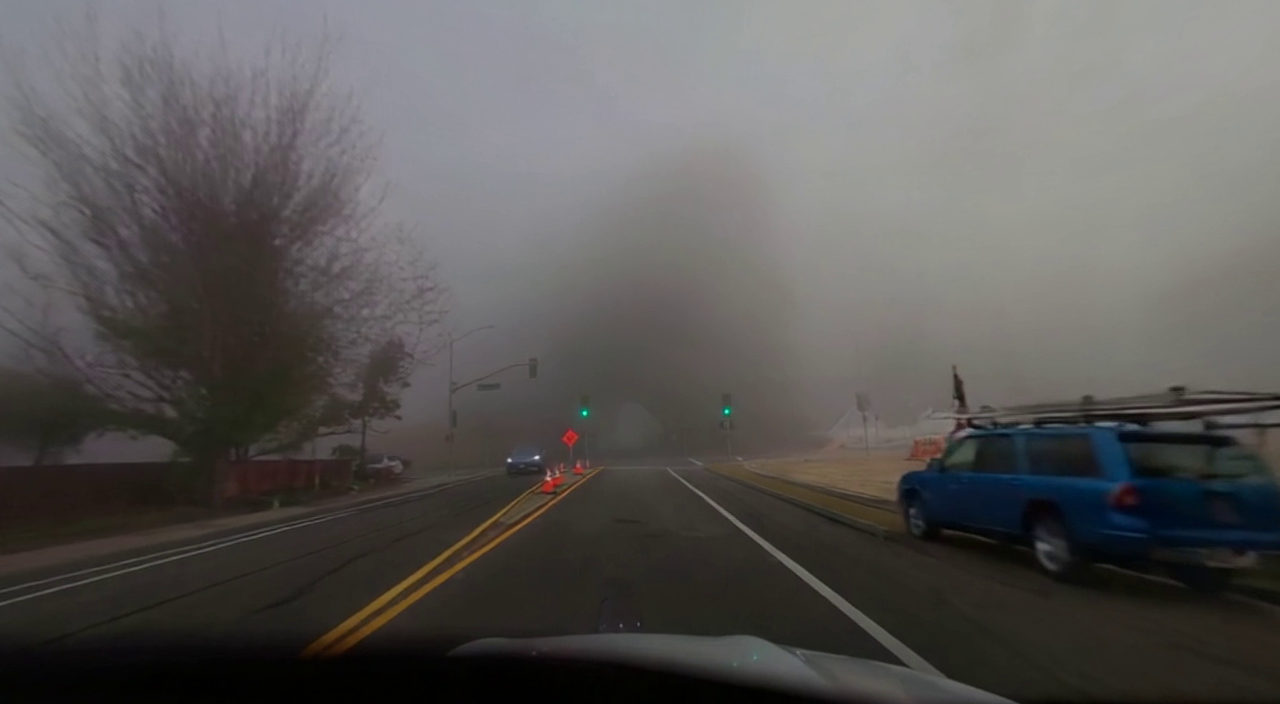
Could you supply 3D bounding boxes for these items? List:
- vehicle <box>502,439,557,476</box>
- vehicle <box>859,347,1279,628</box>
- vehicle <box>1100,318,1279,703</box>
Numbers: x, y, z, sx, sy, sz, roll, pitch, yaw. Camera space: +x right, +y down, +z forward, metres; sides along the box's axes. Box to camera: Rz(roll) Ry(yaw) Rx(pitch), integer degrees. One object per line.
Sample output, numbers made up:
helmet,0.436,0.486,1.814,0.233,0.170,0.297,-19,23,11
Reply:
vehicle,-6.046,5.852,35.235,2.240,1.879,4.847,0,-9,-1
vehicle,4.635,1.401,7.498,2.404,2.054,5.588,-1,-9,4
vehicle,4.275,0.729,2.659,2.241,1.935,3.270,-1,-9,4
